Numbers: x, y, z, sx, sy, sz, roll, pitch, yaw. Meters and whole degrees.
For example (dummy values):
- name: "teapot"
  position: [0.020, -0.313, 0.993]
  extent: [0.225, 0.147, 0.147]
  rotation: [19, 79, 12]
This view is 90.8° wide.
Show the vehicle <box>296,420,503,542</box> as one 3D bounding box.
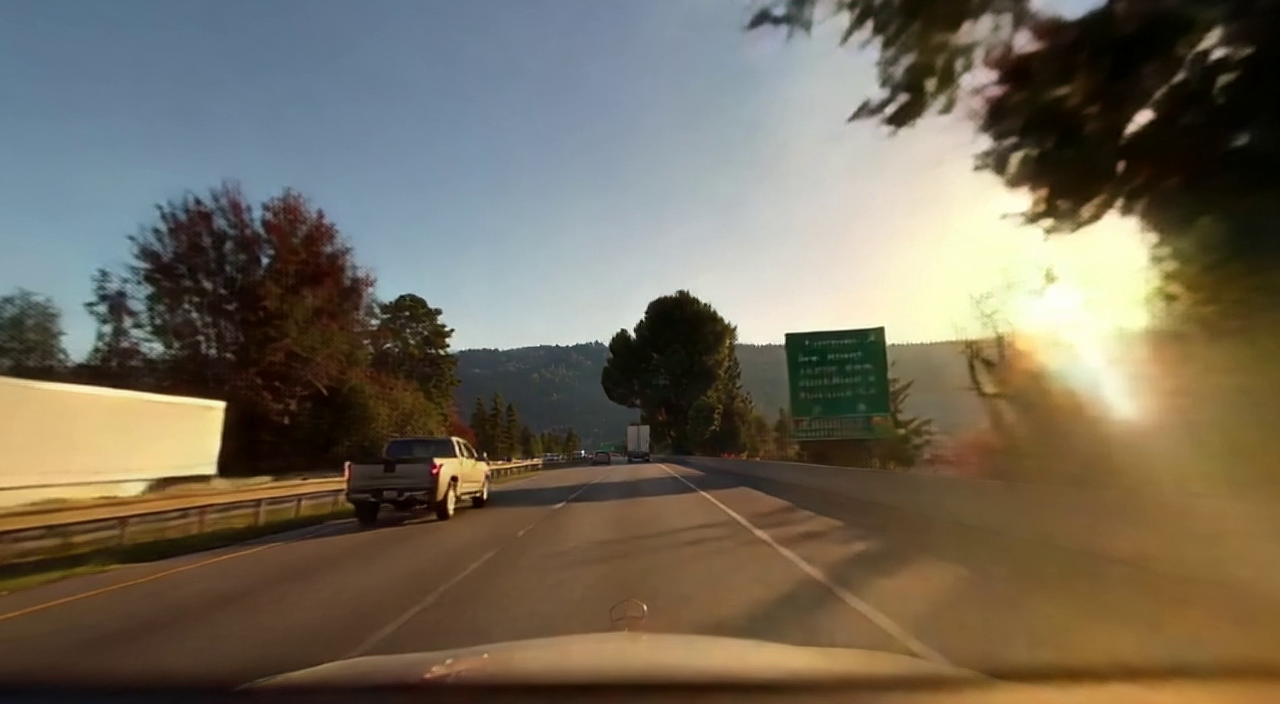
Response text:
- name: "vehicle"
  position: [-4.208, 2.348, 12.100]
  extent: [2.079, 1.845, 4.654]
  rotation: [0, -9, 1]

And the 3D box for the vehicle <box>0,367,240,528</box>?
- name: "vehicle"
  position: [-17.694, 2.810, 18.433]
  extent: [2.882, 4.056, 13.958]
  rotation: [0, -9, 0]
